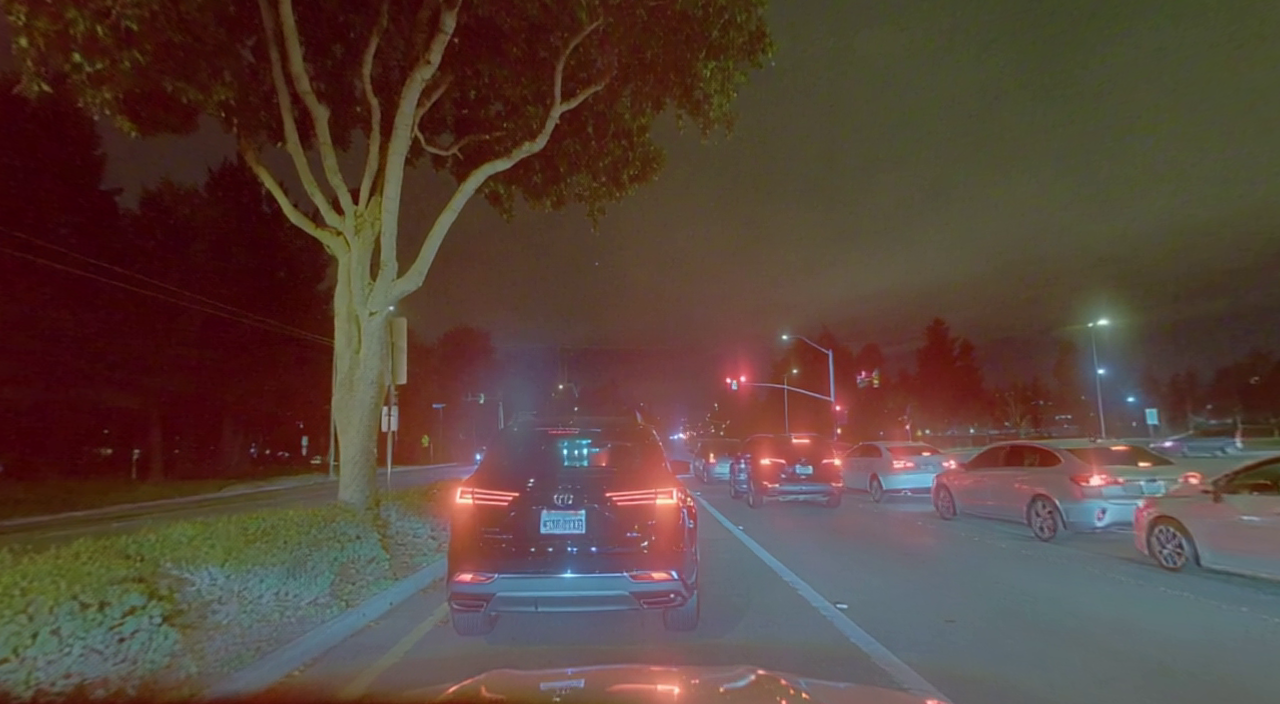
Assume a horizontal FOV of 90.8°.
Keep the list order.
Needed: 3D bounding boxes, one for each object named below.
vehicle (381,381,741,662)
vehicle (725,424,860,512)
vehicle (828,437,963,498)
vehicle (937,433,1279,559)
[{"bbox_3d":[-0.433,1.351,6.084,2.201,1.709,4.271,0,-9,1],"label":"vehicle"},{"bbox_3d":[3.259,2.580,14.474,1.963,1.682,4.407,0,-9,0],"label":"vehicle"},{"bbox_3d":[6.960,3.186,17.792,1.890,1.489,4.415,0,-9,-1],"label":"vehicle"},{"bbox_3d":[6.583,2.017,9.656,1.894,1.445,4.565,0,-9,0],"label":"vehicle"}]
